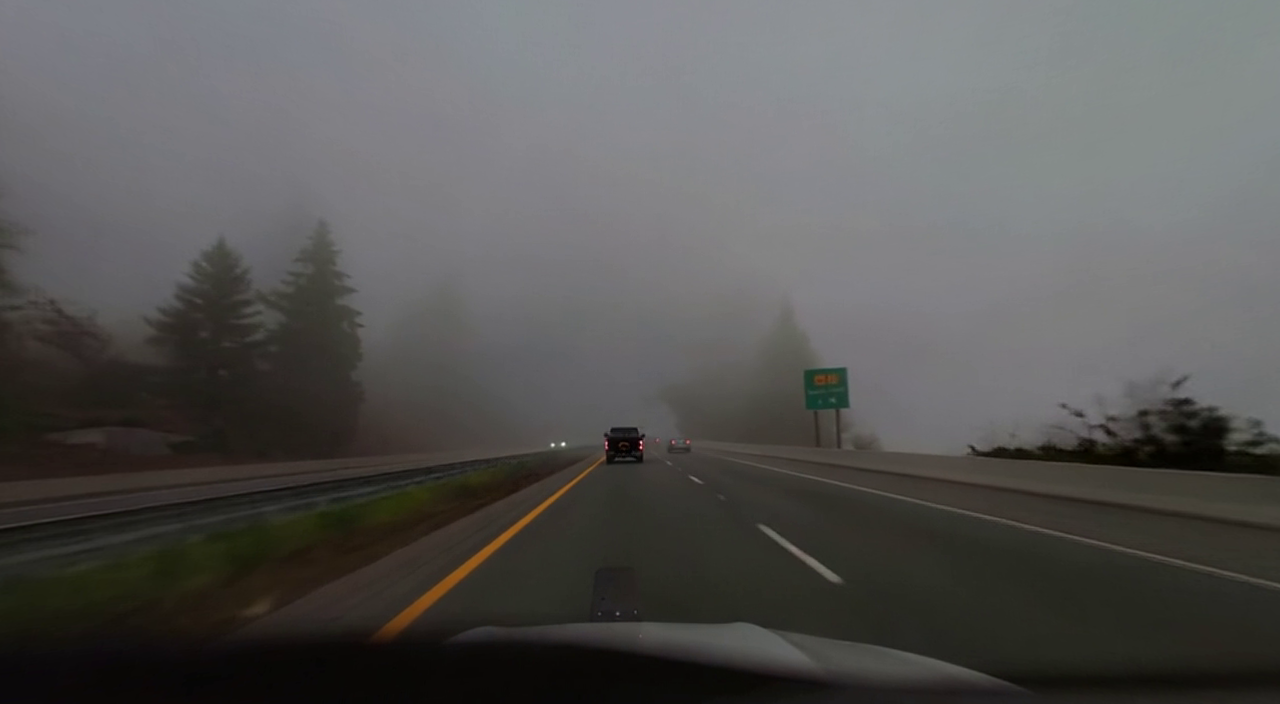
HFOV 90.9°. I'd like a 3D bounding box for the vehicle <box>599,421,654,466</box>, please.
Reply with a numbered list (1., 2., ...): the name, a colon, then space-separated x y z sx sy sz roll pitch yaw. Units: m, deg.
1. vehicle: -0.654 4.486 31.033 2.503 2.044 4.633 0 -8 -1
